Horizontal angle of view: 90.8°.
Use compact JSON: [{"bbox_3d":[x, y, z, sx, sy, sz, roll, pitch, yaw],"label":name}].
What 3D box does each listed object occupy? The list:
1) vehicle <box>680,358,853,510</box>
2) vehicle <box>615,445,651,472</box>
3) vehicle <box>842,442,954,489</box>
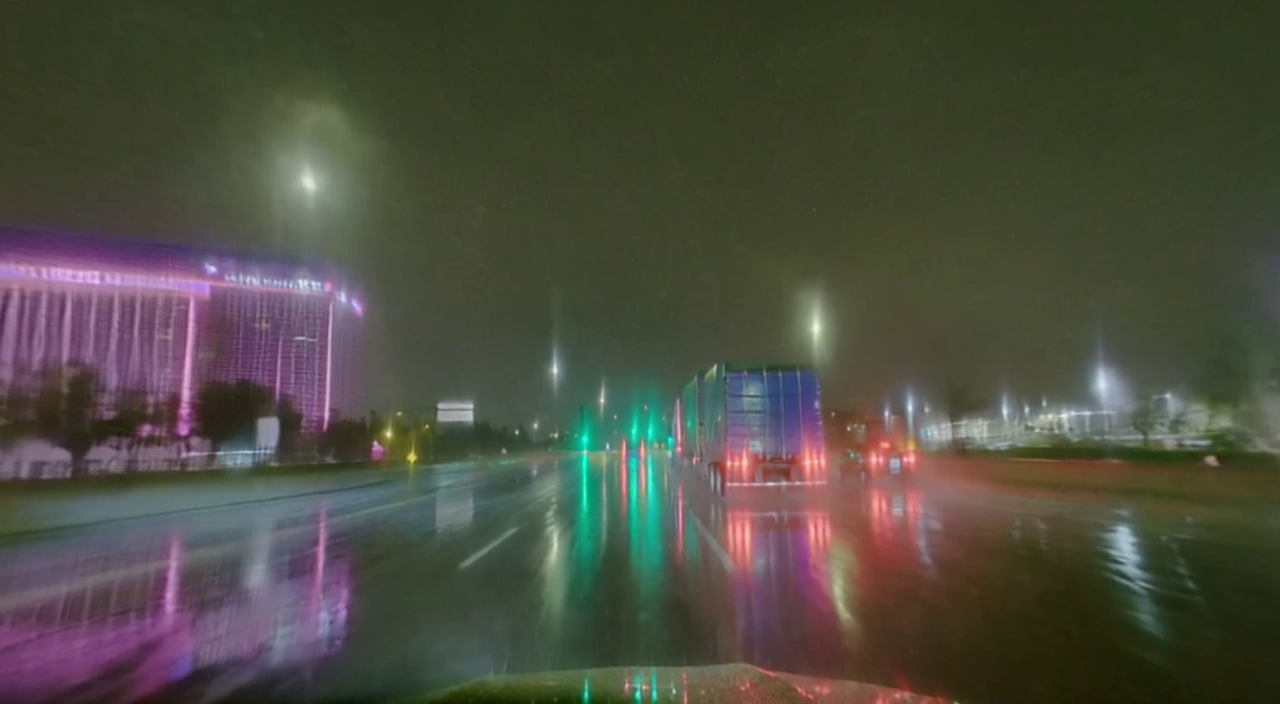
[{"bbox_3d":[3.114,2.595,19.409,2.934,3.325,10.986,0,-9,-1],"label":"vehicle"},{"bbox_3d":[-0.359,6.050,36.077,1.929,1.395,3.999,0,-9,0],"label":"vehicle"},{"bbox_3d":[9.141,4.050,22.895,2.105,1.494,4.537,0,-9,0],"label":"vehicle"}]
